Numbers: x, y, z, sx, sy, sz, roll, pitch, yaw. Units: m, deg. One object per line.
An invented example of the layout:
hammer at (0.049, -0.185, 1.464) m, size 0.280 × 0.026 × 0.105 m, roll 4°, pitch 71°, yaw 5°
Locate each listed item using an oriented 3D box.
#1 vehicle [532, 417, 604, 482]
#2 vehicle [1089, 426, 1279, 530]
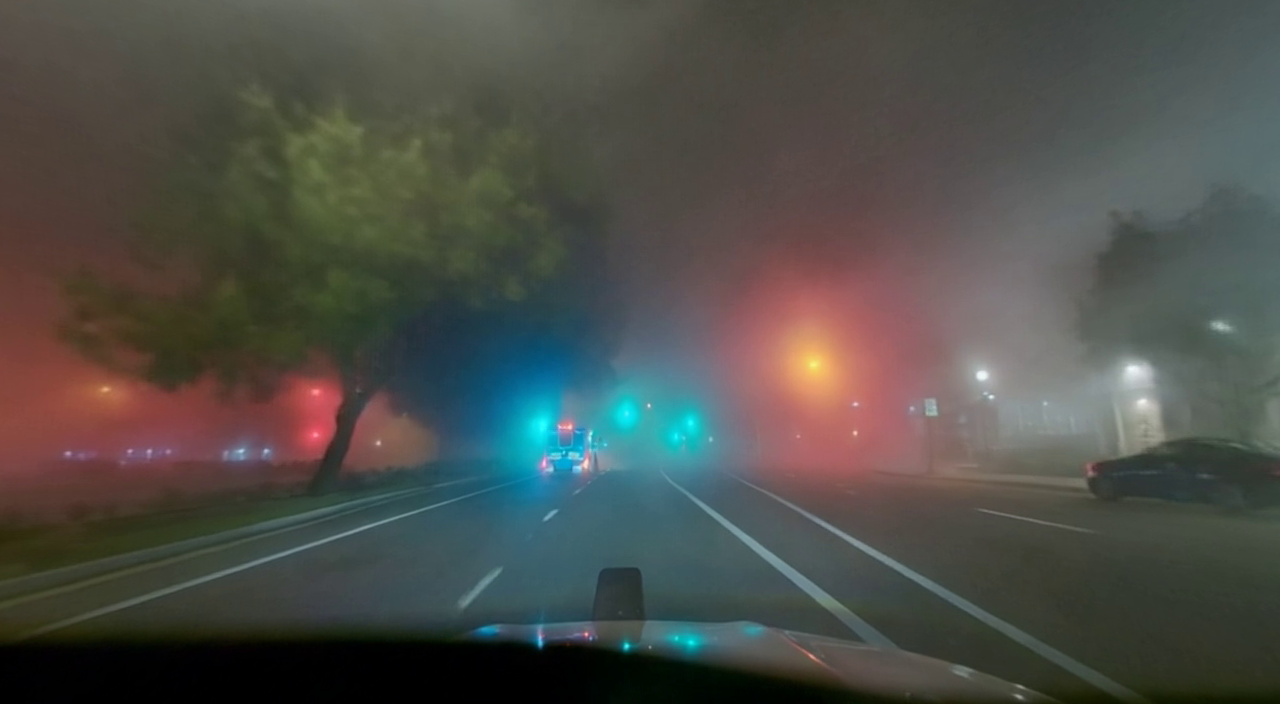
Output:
vehicle at (-3.301, 4.676, 30.399) m, size 2.633 × 2.787 × 5.796 m, roll 0°, pitch -9°, yaw 2°
vehicle at (11.636, 2.435, 12.798) m, size 1.980 × 1.719 × 4.422 m, roll -1°, pitch -9°, yaw 4°
